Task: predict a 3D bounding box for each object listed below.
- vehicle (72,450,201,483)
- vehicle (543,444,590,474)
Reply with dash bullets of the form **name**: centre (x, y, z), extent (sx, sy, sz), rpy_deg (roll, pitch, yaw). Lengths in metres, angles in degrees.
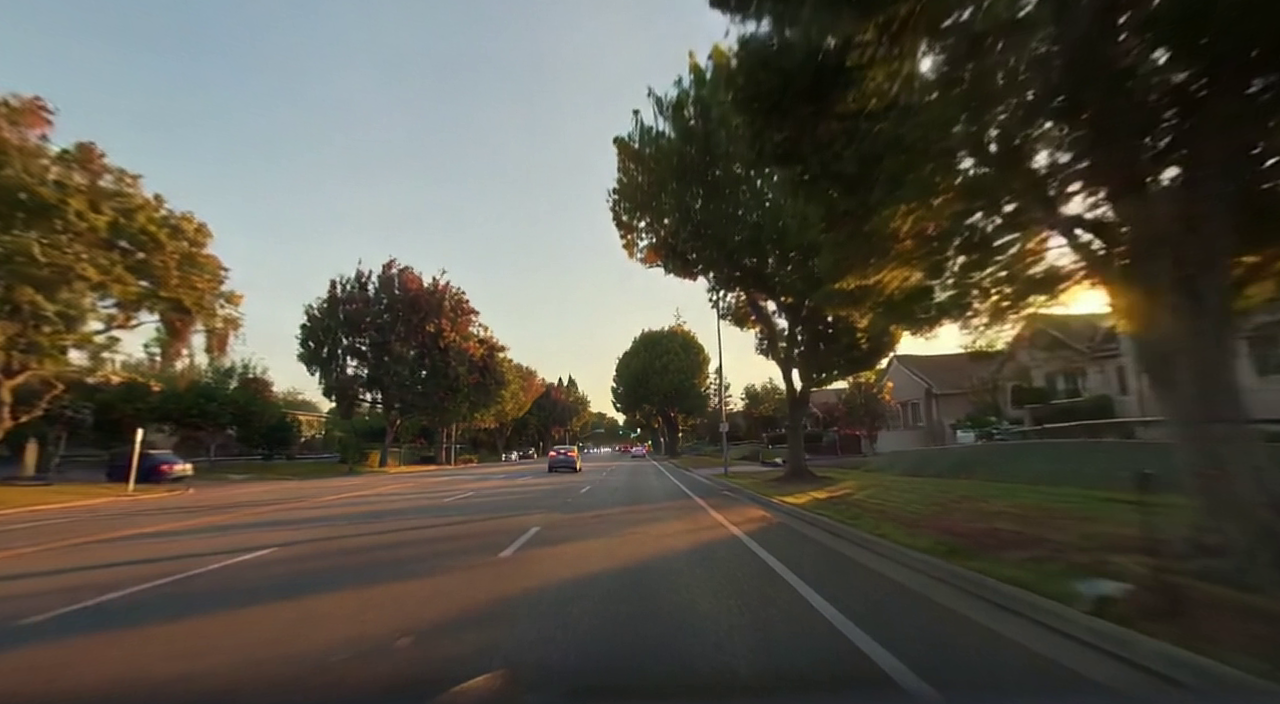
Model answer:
- **vehicle**: centre (-24.648, 5.620, 31.090), extent (4.454, 1.524, 1.859), rpy_deg (2, -9, -11)
- **vehicle**: centre (-3.746, 5.510, 32.871), extent (1.992, 1.447, 4.044), rpy_deg (1, -8, 0)
